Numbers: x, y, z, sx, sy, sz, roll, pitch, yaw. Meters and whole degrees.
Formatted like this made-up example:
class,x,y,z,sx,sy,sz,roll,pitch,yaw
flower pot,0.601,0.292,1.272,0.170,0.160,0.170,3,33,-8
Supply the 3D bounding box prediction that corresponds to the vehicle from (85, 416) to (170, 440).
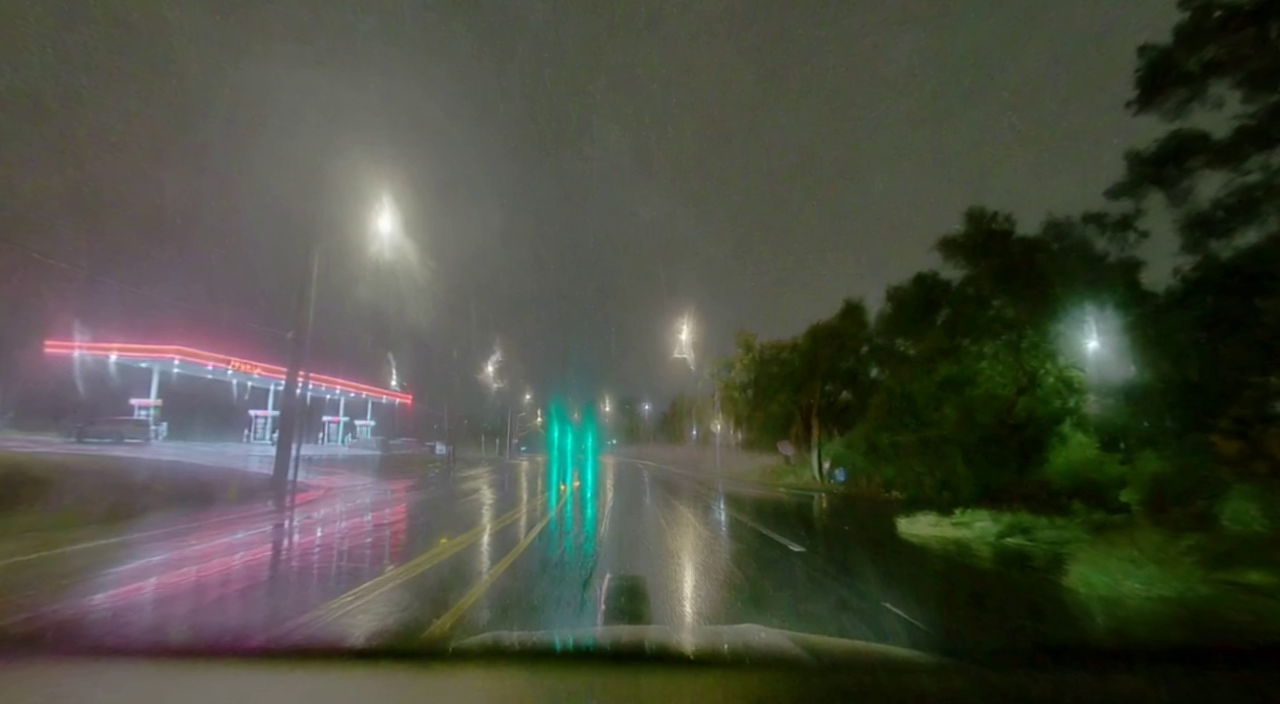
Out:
class,x,y,z,sx,sy,sz,roll,pitch,yaw
vehicle,-34.830,5.183,42.907,4.399,1.566,1.882,-2,-9,9
